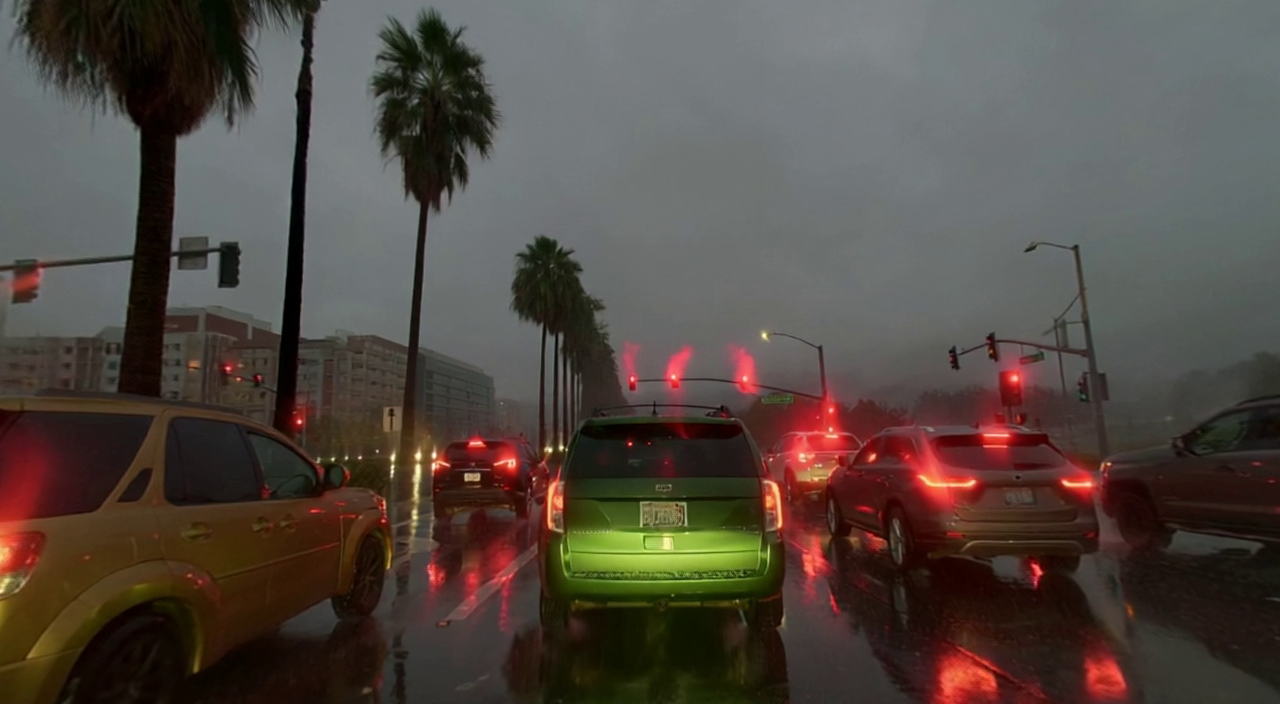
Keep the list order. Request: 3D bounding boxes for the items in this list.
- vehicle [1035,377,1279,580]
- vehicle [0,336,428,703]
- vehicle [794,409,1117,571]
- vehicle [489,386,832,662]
[{"bbox_3d":[7.317,1.339,6.849,2.337,1.925,5.728,0,-8,1],"label":"vehicle"},{"bbox_3d":[-3.181,1.084,3.913,2.171,1.702,4.416,0,-8,0],"label":"vehicle"},{"bbox_3d":[3.994,1.851,9.315,2.072,1.704,5.170,0,-8,-1],"label":"vehicle"},{"bbox_3d":[0.157,1.374,6.045,2.123,1.704,4.128,0,-9,1],"label":"vehicle"}]
